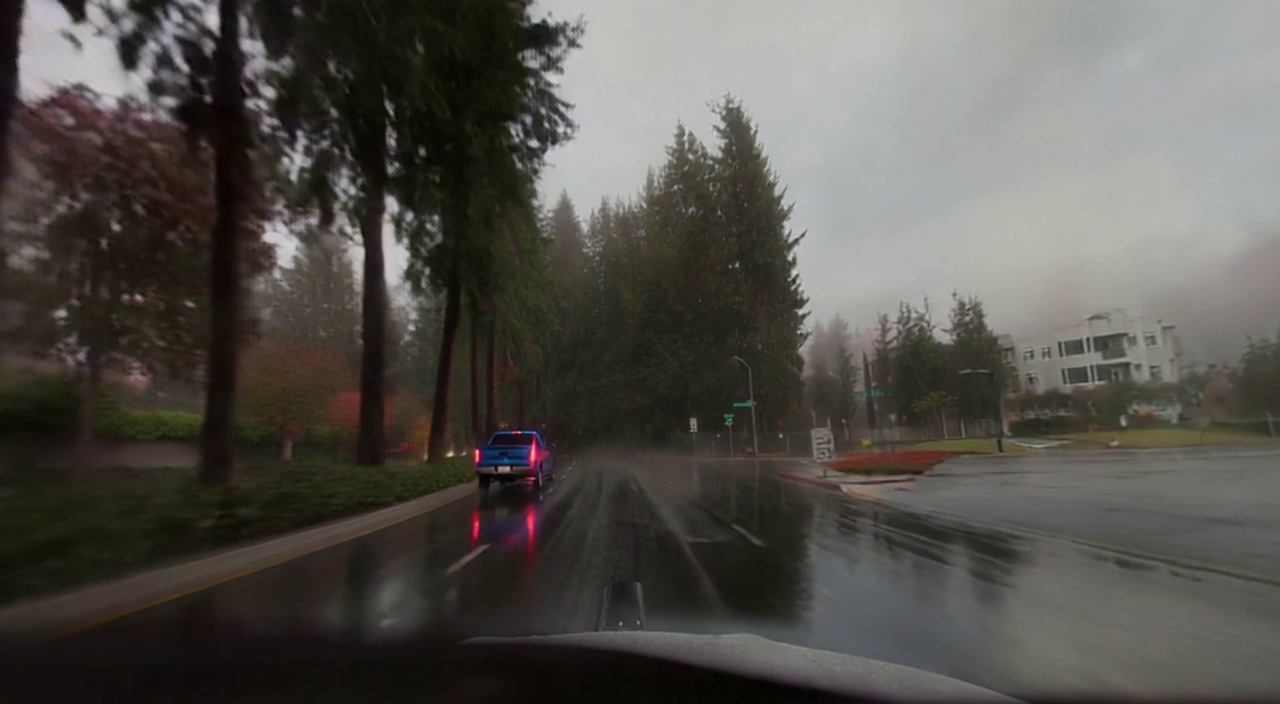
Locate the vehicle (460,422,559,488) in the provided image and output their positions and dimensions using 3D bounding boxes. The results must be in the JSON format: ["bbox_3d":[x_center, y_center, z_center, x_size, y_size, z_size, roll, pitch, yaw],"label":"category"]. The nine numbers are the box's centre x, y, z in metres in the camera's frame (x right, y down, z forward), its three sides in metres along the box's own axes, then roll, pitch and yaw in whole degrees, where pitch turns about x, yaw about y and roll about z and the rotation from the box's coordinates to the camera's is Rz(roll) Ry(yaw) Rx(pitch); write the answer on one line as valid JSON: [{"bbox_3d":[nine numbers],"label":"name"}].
[{"bbox_3d":[-4.178,3.449,21.460,2.267,1.849,6.402,0,-9,-3],"label":"vehicle"}]
